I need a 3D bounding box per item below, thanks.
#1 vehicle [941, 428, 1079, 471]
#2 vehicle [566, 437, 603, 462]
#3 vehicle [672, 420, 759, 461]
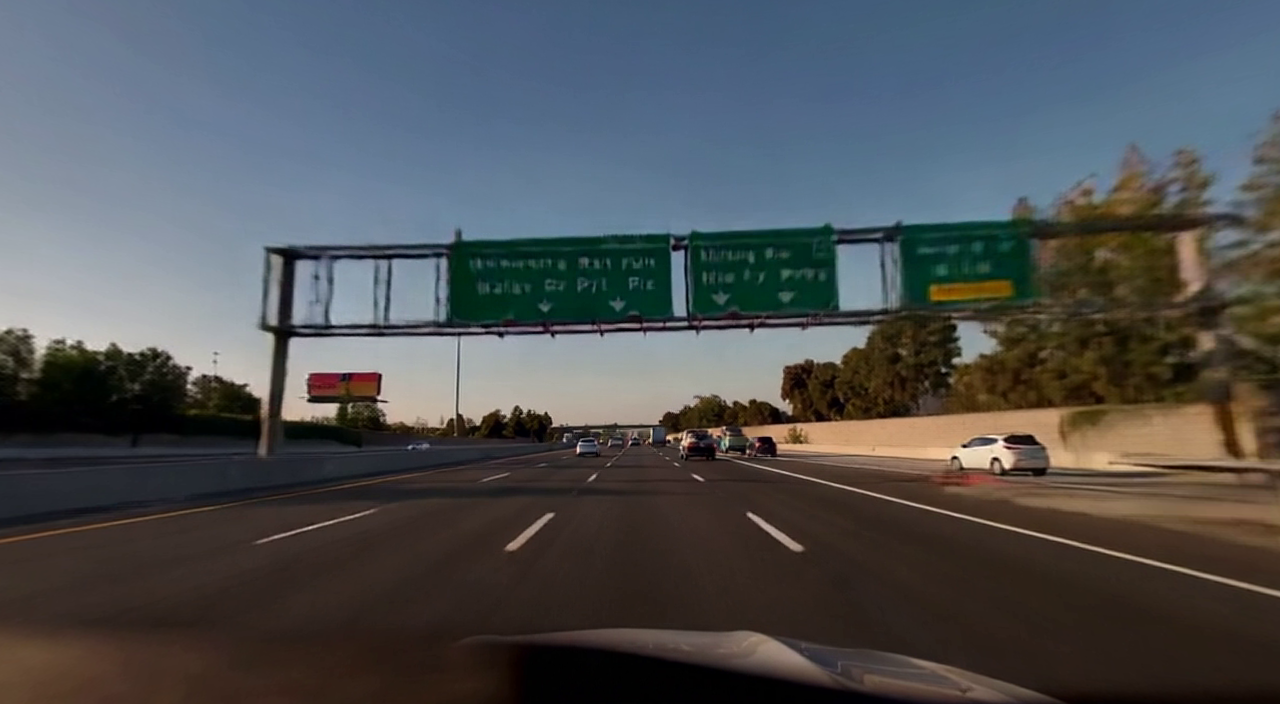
[{"bbox_3d":[17.324,4.599,29.926,2.261,1.824,5.678,2,-9,-12],"label":"vehicle"},{"bbox_3d":[-3.567,6.351,41.181,2.066,1.500,4.415,0,-8,0],"label":"vehicle"},{"bbox_3d":[4.025,5.346,37.699,3.042,2.004,14.051,0,-8,-2],"label":"vehicle"}]
